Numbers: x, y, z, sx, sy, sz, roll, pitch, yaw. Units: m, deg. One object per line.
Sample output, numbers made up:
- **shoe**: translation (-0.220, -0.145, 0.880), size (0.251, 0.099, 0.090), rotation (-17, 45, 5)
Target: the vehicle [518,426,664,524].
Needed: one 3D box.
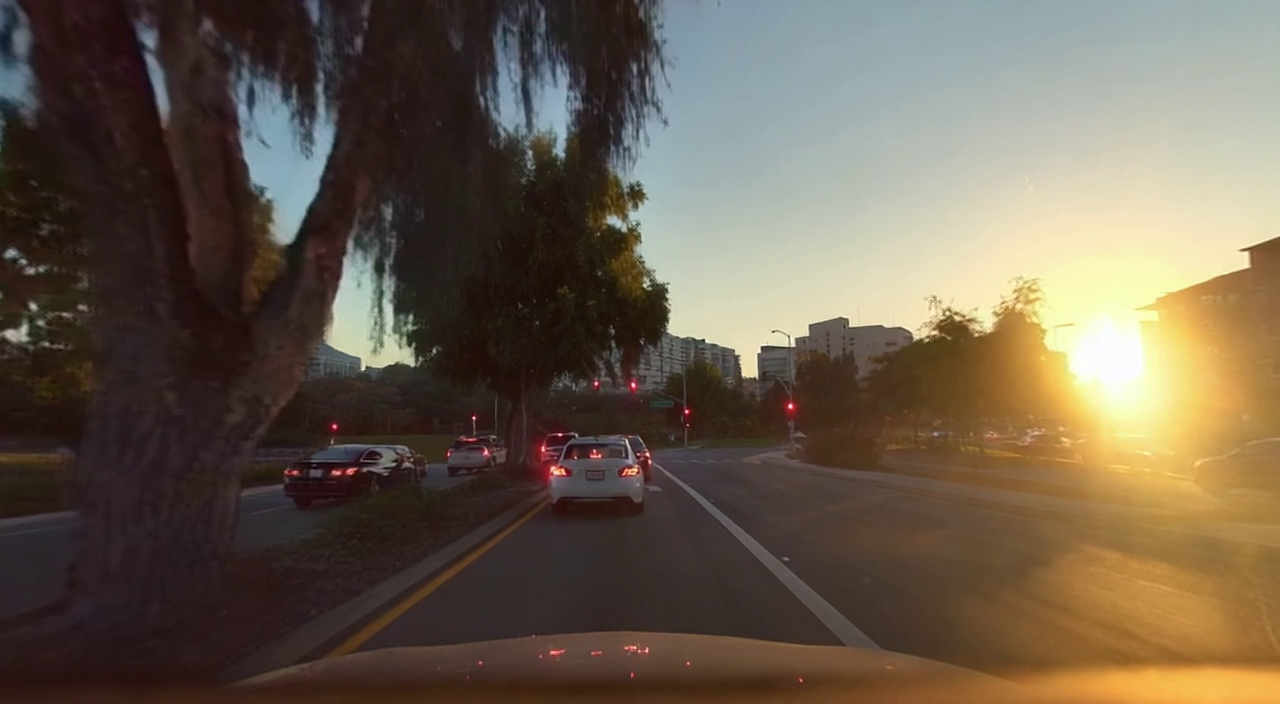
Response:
- **vehicle**: translation (-0.771, 2.225, 11.973), size (2.231, 1.481, 4.489), rotation (0, -8, -1)

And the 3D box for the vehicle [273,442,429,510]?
- **vehicle**: translation (-7.051, 3.044, 16.021), size (1.852, 1.458, 4.422), rotation (0, -8, 0)

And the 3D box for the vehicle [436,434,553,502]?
- **vehicle**: translation (-3.562, 2.928, 16.393), size (1.920, 1.480, 4.549), rotation (0, -8, 1)
